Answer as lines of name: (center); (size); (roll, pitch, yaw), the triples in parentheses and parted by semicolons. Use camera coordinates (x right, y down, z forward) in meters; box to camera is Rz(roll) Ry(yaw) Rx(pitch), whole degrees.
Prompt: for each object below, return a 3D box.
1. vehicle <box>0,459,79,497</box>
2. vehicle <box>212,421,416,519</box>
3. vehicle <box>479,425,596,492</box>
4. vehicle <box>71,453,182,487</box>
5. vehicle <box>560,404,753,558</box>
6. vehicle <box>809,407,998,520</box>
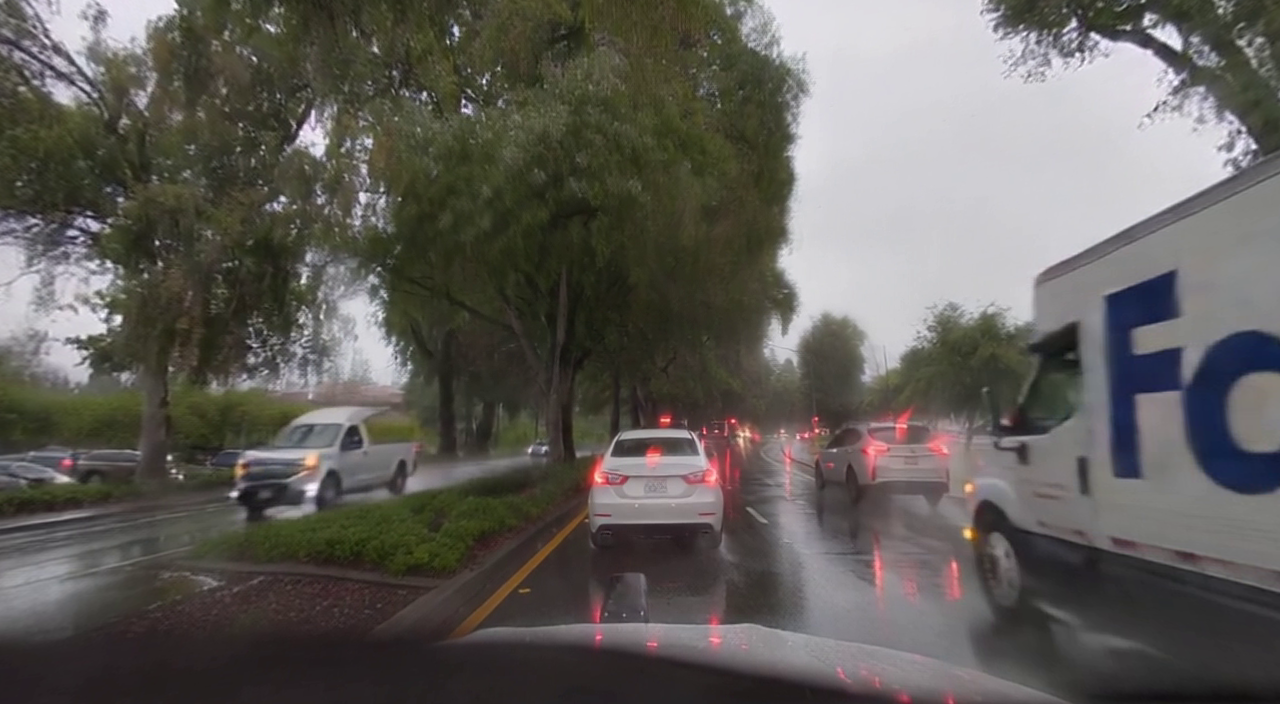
vehicle: (-27.363, 5.575, 27.579); (4.272, 1.438, 1.801); (-5, -9, 8)
vehicle: (-7.072, 2.596, 14.387); (2.051, 1.843, 4.469); (-1, -8, 4)
vehicle: (-2.949, 3.228, 19.480); (2.057, 1.786, 4.725); (-2, -8, 11)
vehicle: (-26.765, 6.149, 32.956); (4.256, 1.633, 1.940); (-1, -8, 7)
vehicle: (0.212, 1.748, 9.204); (2.154, 1.710, 4.128); (-1, -8, 1)
vehicle: (5.098, 2.223, 13.098); (2.059, 1.864, 4.700); (1, -8, 2)
